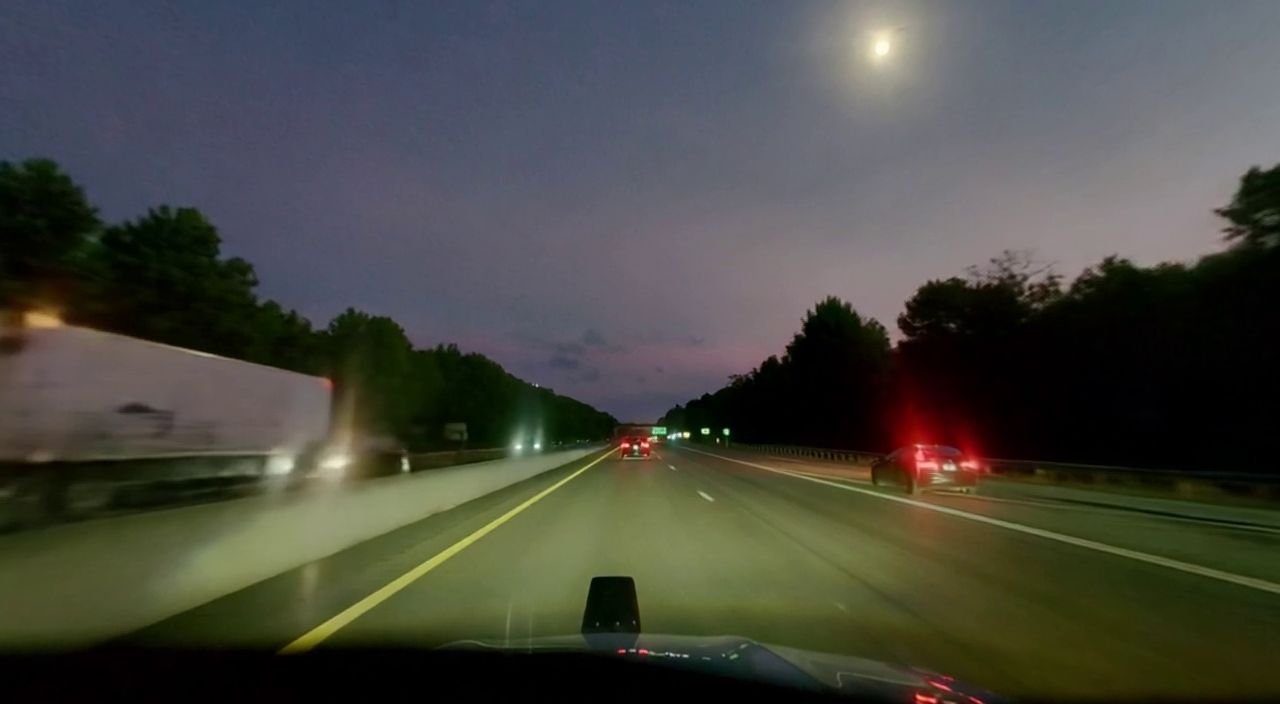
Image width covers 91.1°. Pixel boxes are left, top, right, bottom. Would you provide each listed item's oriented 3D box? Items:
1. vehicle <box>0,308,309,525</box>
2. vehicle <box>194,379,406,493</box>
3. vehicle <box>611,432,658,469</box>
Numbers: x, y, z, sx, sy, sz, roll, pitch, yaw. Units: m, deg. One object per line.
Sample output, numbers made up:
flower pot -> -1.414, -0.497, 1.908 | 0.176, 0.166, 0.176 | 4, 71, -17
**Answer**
vehicle -> -13.709, 1.825, 16.395 | 2.851, 4.097, 13.944 | 0, -8, -1
vehicle -> -9.337, 2.447, 18.414 | 2.242, 2.681, 7.197 | 0, -8, -1
vehicle -> -0.261, 4.224, 27.305 | 1.897, 1.479, 3.724 | 0, -8, -2
